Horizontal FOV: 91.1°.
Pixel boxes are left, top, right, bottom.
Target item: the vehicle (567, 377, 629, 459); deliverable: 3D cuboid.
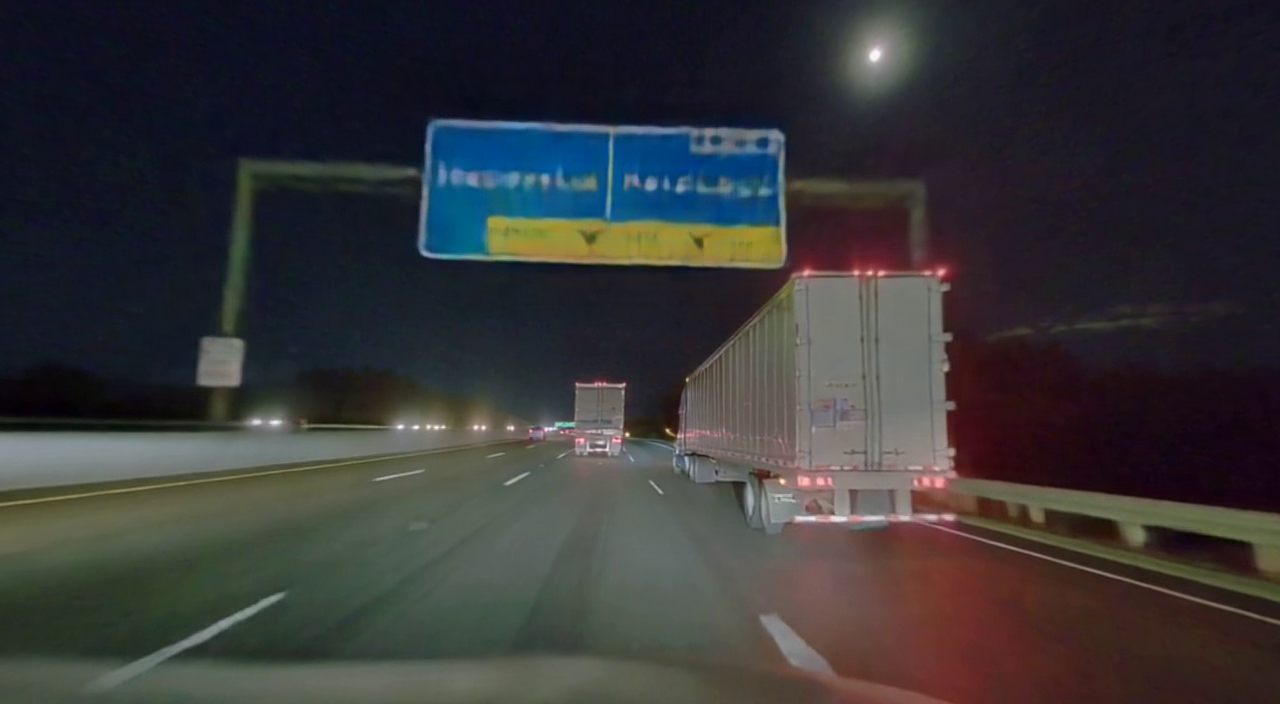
[{"bbox_3d":[-2.433,4.045,37.077,3.002,3.987,12.477,1,-8,-4],"label":"vehicle"}]
